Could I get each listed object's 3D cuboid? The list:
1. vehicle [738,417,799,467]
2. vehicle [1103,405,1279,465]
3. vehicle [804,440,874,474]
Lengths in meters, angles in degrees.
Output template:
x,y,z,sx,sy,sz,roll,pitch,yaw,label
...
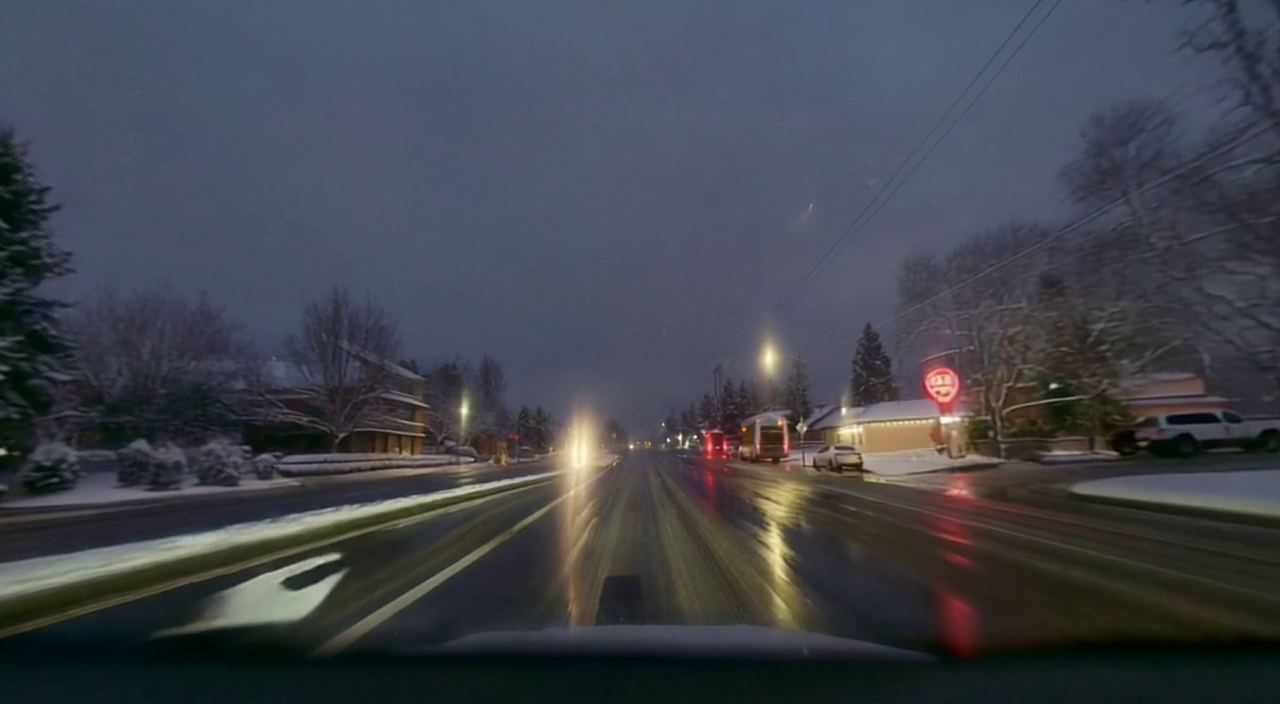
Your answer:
x,y,z,sx,sy,sz,roll,pitch,yaw,label
9.920,7.138,49.763,2.897,3.584,7.857,0,-9,-2,vehicle
23.283,3.500,26.582,2.529,2.138,6.511,-1,-8,-1,vehicle
10.265,5.449,32.953,2.085,1.630,4.403,0,-9,-1,vehicle
